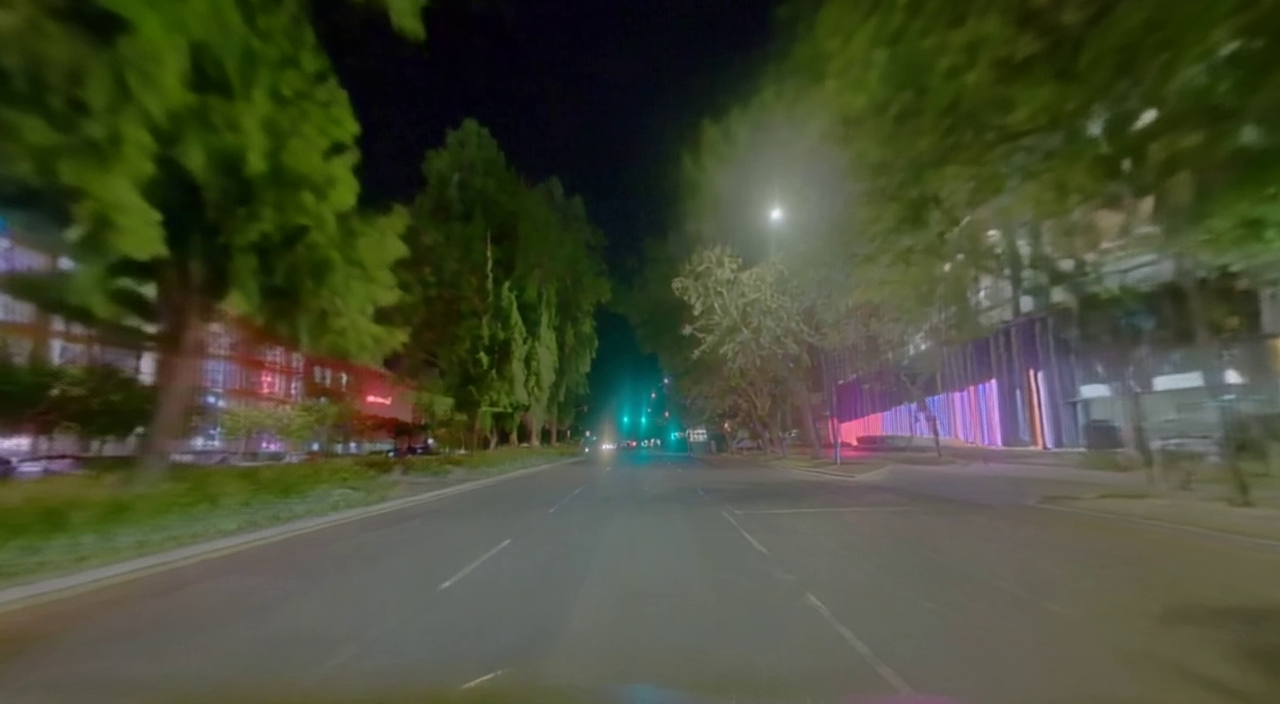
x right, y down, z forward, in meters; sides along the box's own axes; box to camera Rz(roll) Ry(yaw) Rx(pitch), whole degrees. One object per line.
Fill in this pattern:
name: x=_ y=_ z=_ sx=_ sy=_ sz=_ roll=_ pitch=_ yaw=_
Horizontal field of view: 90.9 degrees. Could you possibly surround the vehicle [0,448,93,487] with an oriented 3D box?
vehicle: x=-26.295 y=4.860 z=26.888 sx=1.850 sy=1.477 sz=4.492 roll=0 pitch=-8 yaw=0
